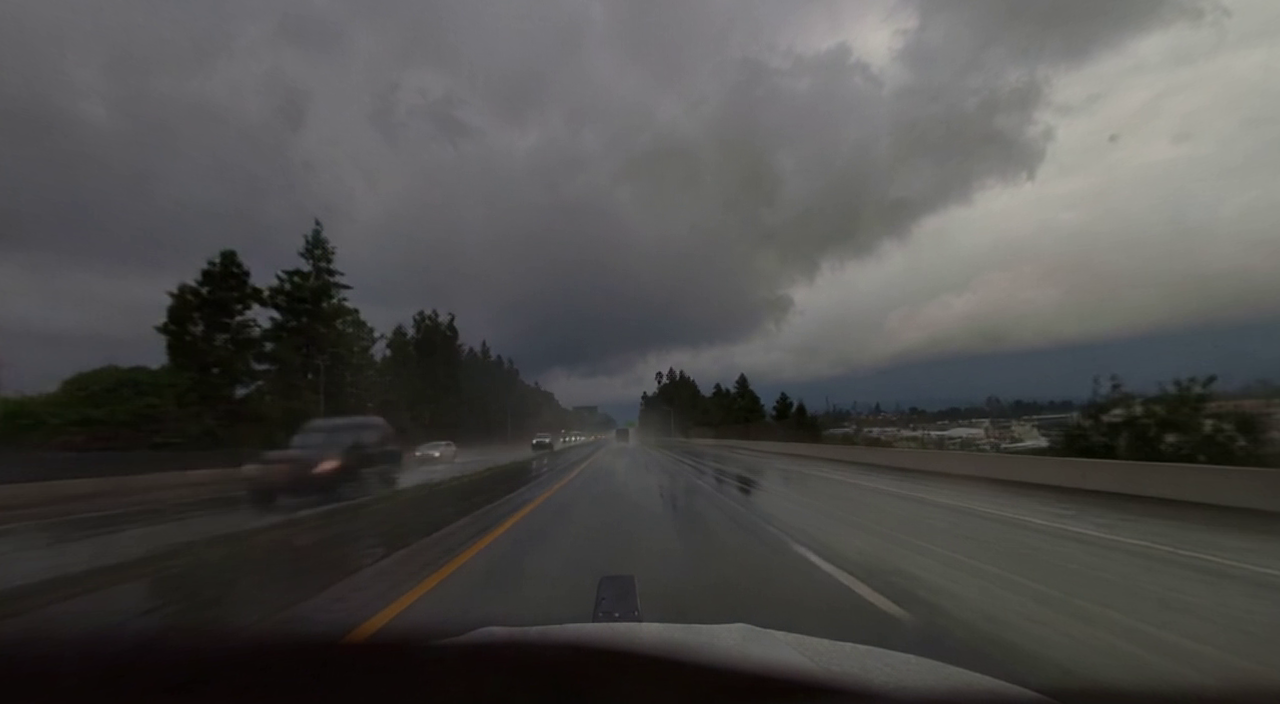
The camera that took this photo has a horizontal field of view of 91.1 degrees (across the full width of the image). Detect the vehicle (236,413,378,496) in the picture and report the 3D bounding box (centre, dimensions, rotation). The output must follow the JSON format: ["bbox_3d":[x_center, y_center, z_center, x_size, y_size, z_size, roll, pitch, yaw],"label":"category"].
[{"bbox_3d":[-10.456,3.228,20.232,2.115,2.326,4.480,0,-8,-1],"label":"vehicle"}]

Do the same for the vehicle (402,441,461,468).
[{"bbox_3d":[-14.759,7.268,44.837,2.898,1.726,3.957,0,-8,-1],"label":"vehicle"}]
